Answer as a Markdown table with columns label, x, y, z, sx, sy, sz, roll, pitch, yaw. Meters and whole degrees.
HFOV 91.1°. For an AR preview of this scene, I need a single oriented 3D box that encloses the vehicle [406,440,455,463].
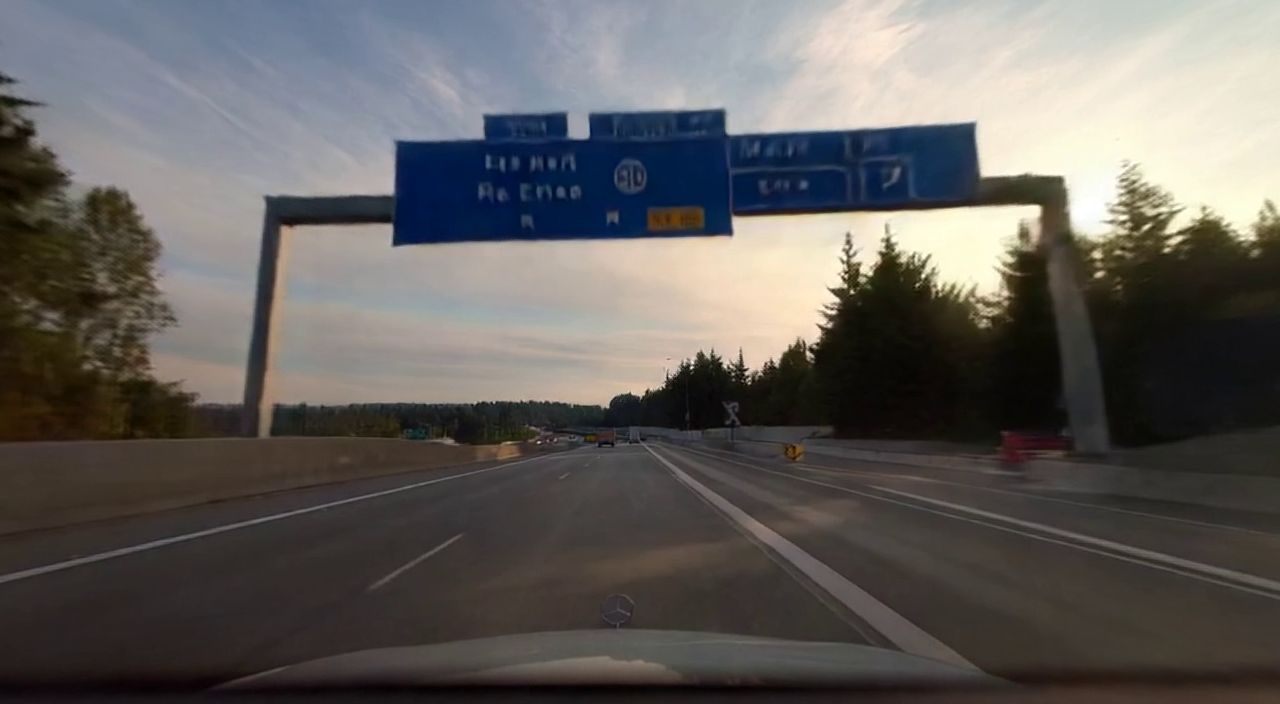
| label | x | y | z | sx | sy | sz | roll | pitch | yaw |
| --- | --- | --- | --- | --- | --- | --- | --- | --- | --- |
| vehicle | -13.814 | 6.547 | 41.727 | 1.837 | 1.423 | 4.162 | 0 | -8 | 0 |
